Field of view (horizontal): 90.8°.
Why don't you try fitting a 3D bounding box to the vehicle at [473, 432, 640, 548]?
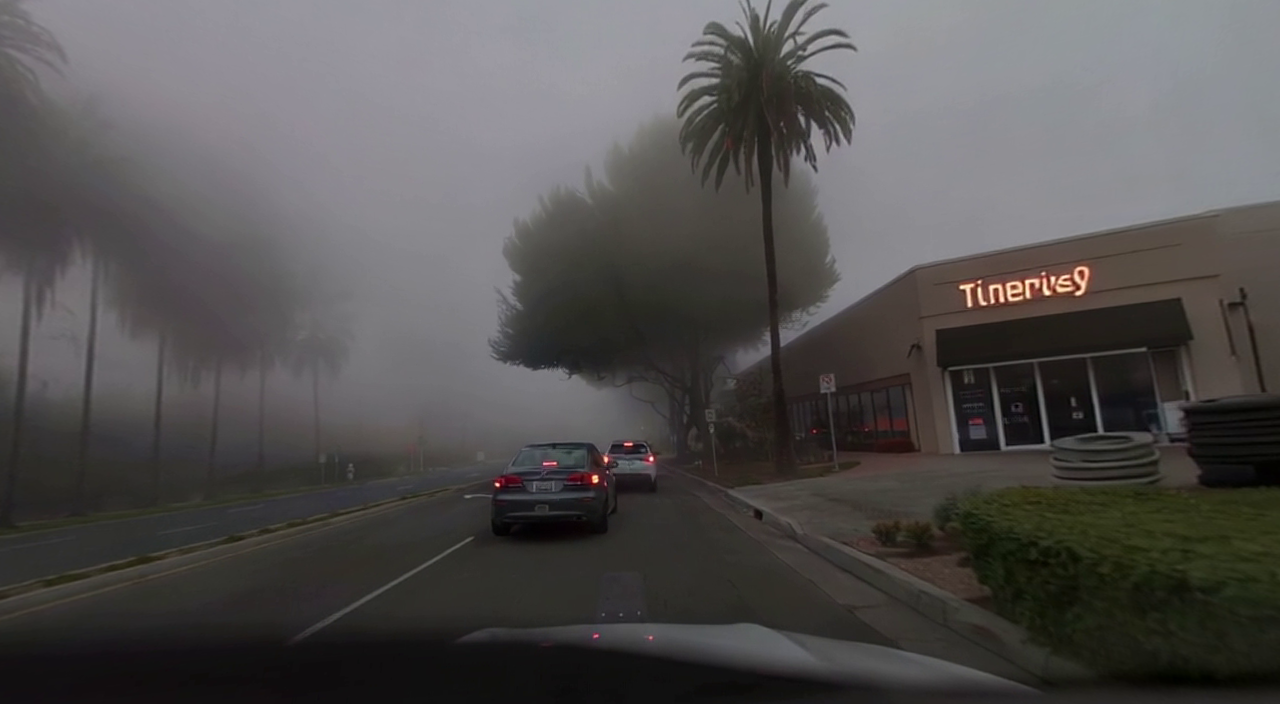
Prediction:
[{"bbox_3d":[-1.099,2.103,10.302,2.169,1.495,4.048,0,-8,0],"label":"vehicle"}]
